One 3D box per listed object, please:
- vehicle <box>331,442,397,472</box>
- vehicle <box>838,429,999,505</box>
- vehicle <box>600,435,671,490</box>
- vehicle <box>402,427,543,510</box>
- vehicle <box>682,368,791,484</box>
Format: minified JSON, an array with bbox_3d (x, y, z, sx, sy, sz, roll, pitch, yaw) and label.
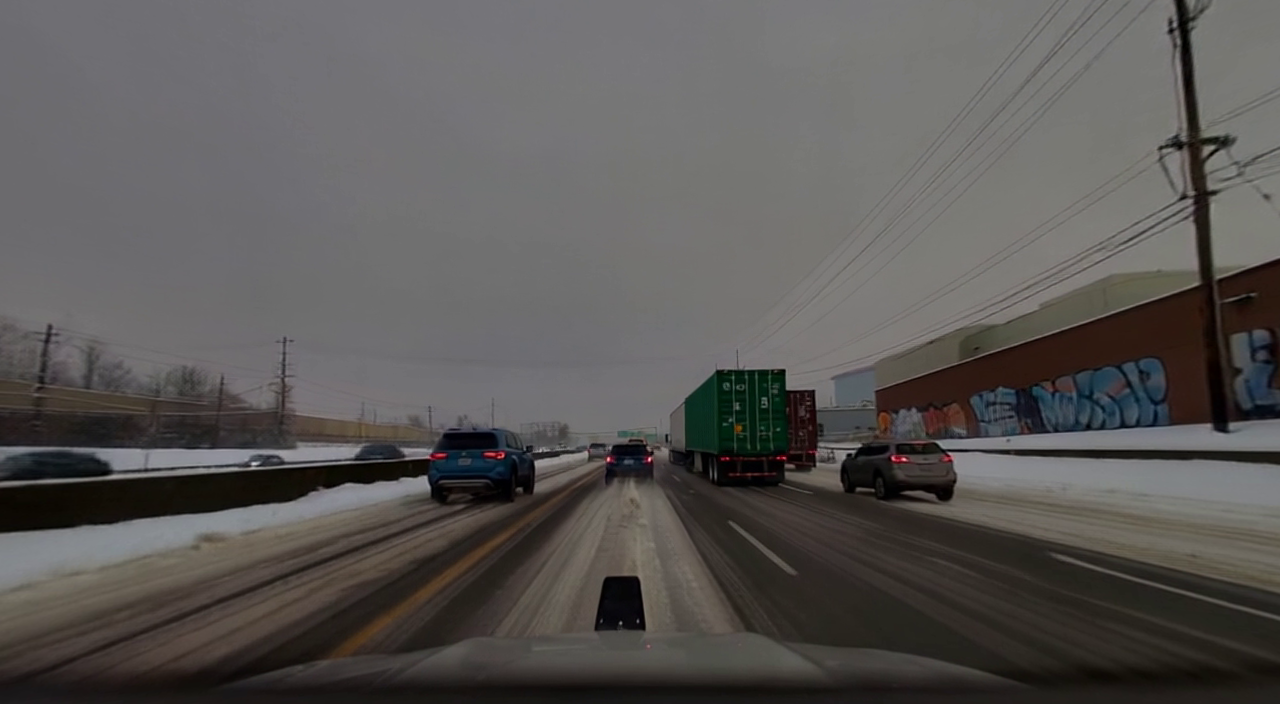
[{"bbox_3d":[-15.935,6.063,36.716,1.896,1.627,4.434,0,-9,-1],"label":"vehicle"},{"bbox_3d":[7.179,3.030,16.992,2.202,1.731,4.628,0,-9,0],"label":"vehicle"},{"bbox_3d":[-0.174,3.759,21.726,2.191,1.685,4.015,0,-9,-1],"label":"vehicle"},{"bbox_3d":[-4.033,2.910,16.192,2.264,1.804,4.584,0,-9,1],"label":"vehicle"},{"bbox_3d":[3.788,3.581,28.672,2.800,4.039,13.179,0,-9,0],"label":"vehicle"}]
